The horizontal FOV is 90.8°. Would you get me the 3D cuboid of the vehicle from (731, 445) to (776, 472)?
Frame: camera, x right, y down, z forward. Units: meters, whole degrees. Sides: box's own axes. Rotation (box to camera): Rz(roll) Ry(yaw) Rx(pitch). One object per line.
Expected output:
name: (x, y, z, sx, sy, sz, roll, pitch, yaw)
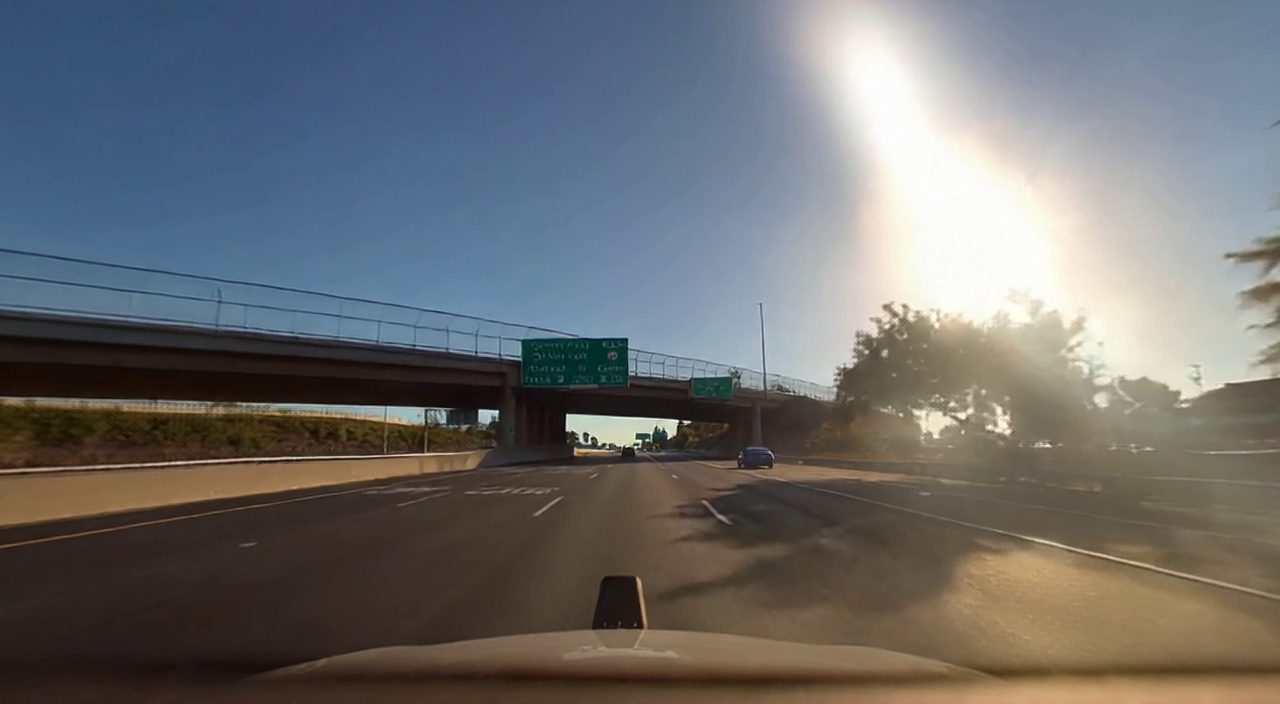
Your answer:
vehicle: (7.090, 6.684, 39.814, 1.958, 1.498, 4.447, 0, -7, -1)
